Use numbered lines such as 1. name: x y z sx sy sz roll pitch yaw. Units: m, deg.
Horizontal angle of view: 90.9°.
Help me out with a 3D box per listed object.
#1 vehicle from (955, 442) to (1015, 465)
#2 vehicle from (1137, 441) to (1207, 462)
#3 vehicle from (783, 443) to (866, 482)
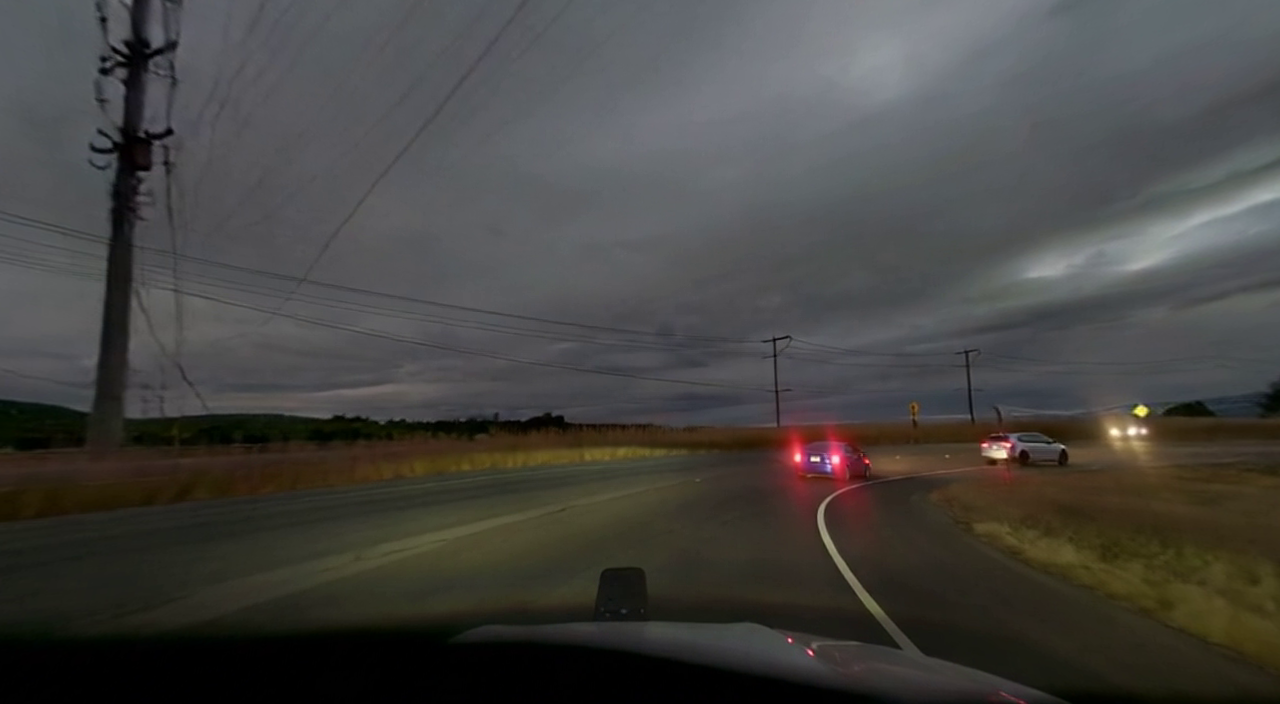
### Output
1. vehicle: 23.033 6.751 42.050 4.307 1.465 1.836 6 -11 -37
2. vehicle: 41.362 7.700 49.022 4.102 1.552 1.931 2 -9 -13
3. vehicle: 7.572 4.408 25.598 2.026 1.407 4.374 -6 -10 32
